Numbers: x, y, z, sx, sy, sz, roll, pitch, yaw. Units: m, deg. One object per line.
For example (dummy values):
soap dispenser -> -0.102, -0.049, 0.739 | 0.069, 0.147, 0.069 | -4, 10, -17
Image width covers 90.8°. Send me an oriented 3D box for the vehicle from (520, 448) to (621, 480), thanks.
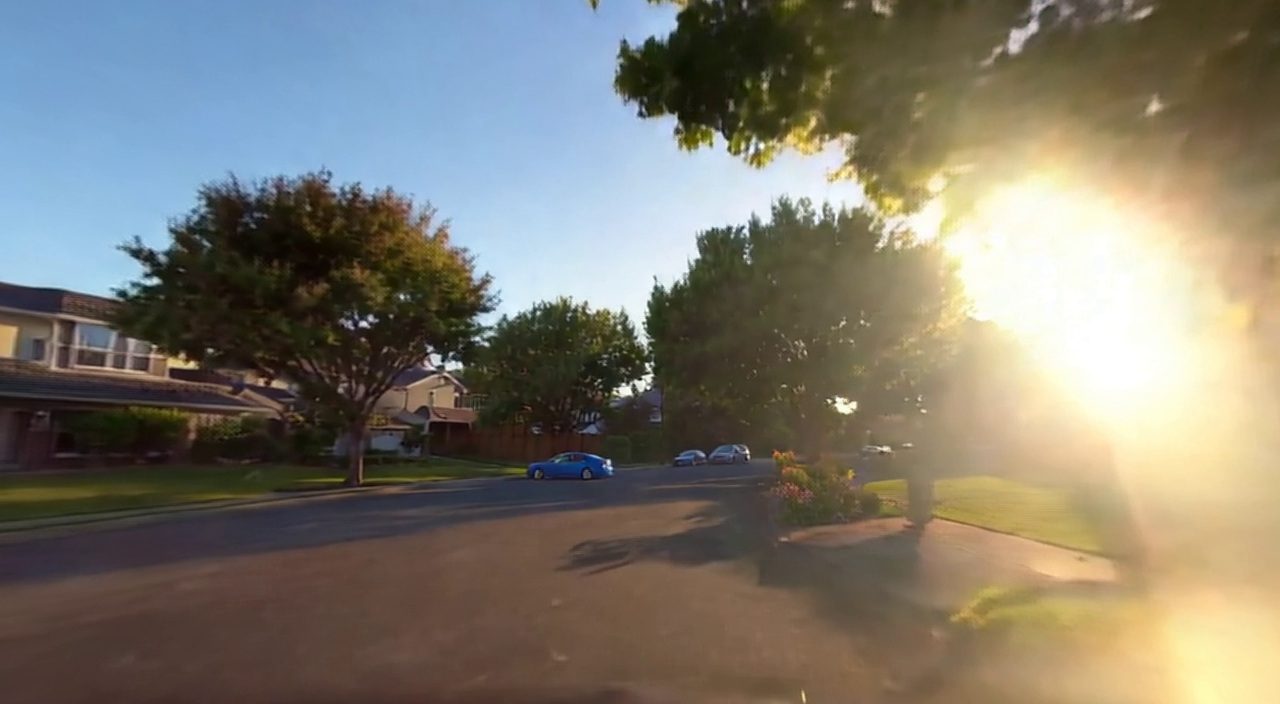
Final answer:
vehicle -> -3.432, 5.569, 31.537 | 4.653, 1.480, 1.871 | -2, -9, 15
